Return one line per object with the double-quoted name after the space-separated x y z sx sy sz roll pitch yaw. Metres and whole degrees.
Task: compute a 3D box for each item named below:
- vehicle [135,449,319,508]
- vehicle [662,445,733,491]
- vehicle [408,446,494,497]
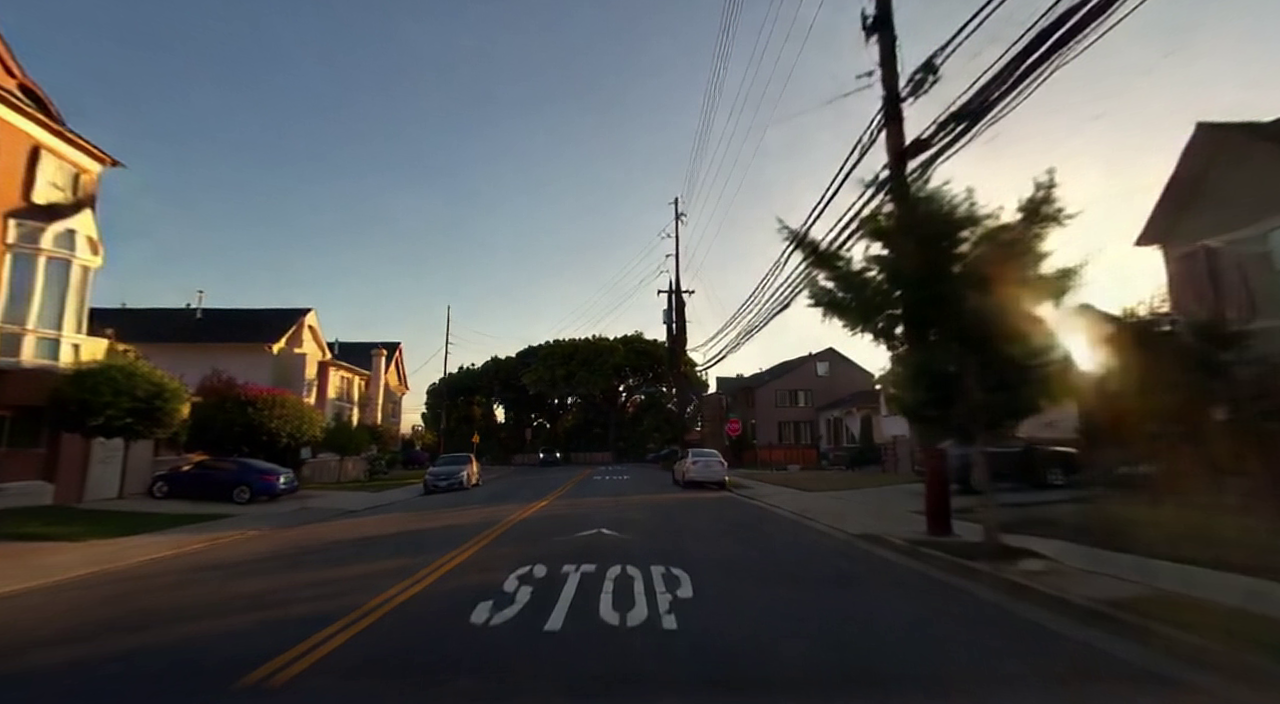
-12.612 3.868 19.551 4.266 1.674 1.933 0 -9 -3 "vehicle"
2.044 4.263 23.646 2.080 1.531 4.415 0 -9 -2 "vehicle"
-7.661 4.851 26.127 2.156 1.728 4.619 -2 -7 0 "vehicle"
